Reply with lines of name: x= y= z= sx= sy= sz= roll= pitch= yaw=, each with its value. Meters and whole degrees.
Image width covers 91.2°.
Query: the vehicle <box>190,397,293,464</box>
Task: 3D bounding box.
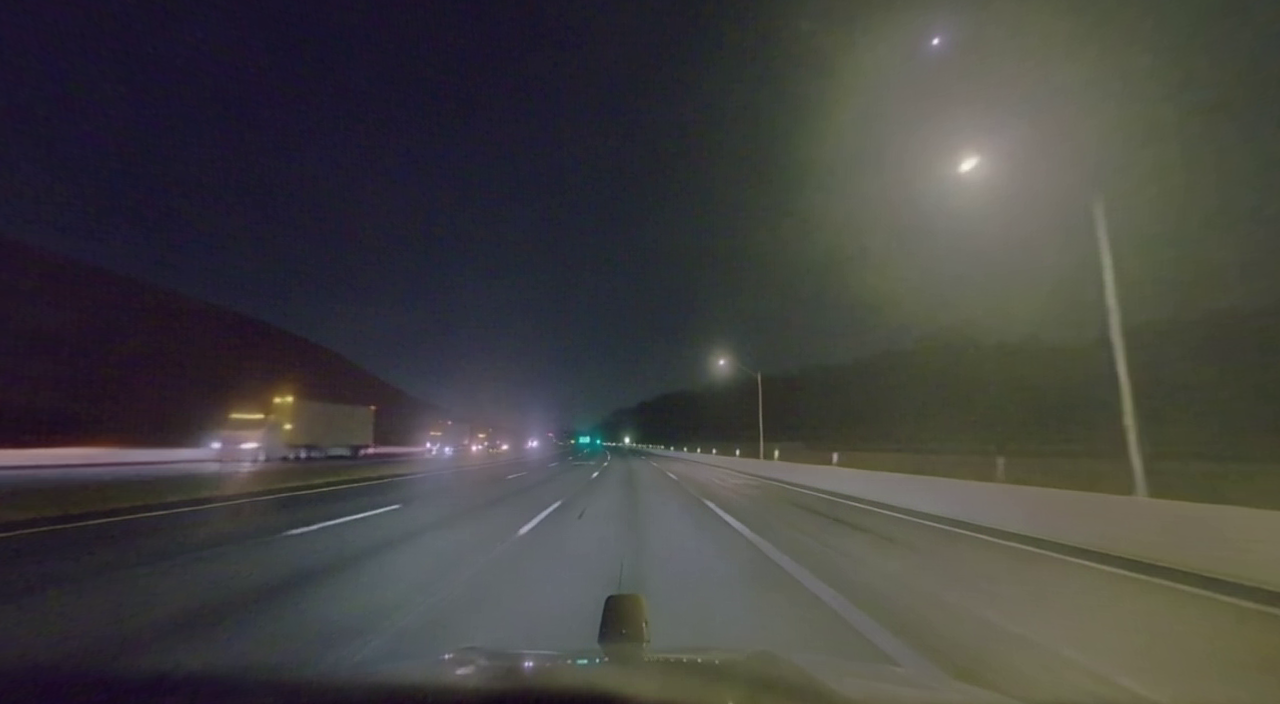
vehicle: x=-25.527 y=5.087 z=40.541 sx=3.284 sy=4.020 sz=4.965 roll=1 pitch=-8 yaw=-2

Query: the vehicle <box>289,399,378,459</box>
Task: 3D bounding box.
vehicle: x=-21.356 y=5.497 z=44.180 sx=3.038 sy=3.924 sz=6.196 roll=0 pitch=-8 yaw=-1
